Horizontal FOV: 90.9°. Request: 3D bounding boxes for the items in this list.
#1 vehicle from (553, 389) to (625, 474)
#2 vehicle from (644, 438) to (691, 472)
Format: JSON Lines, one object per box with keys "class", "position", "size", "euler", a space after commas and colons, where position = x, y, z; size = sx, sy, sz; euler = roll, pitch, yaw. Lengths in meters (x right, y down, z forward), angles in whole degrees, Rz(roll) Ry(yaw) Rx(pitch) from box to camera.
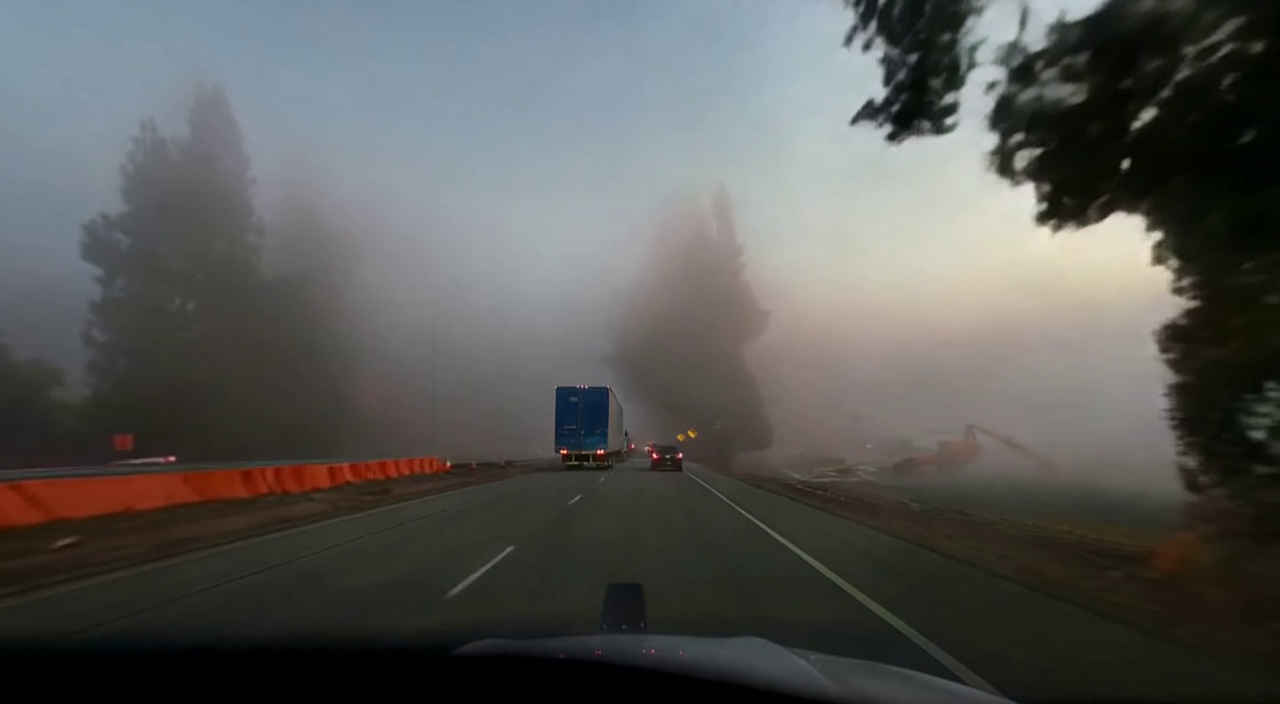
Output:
{"class": "vehicle", "position": [-2.662, 4.987, 38.691], "size": [2.906, 4.115, 15.715], "euler": [0, -8, 1]}
{"class": "vehicle", "position": [1.386, 5.470, 33.751], "size": [2.304, 1.675, 4.462], "euler": [0, -8, 0]}
